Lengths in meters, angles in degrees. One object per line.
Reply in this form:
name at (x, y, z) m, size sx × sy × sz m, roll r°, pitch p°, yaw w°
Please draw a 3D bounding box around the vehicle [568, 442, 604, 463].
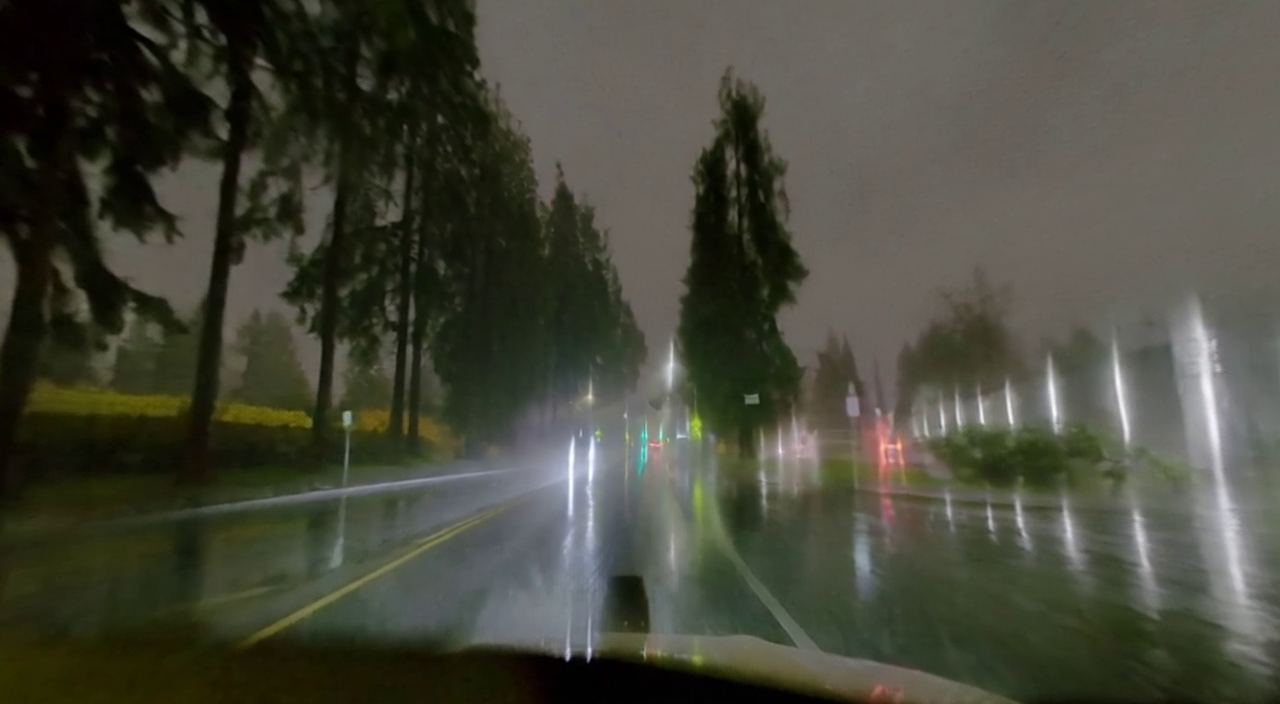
vehicle at (-3.658, 6.908, 43.393) m, size 1.923 × 1.366 × 3.965 m, roll -1°, pitch -8°, yaw 3°
